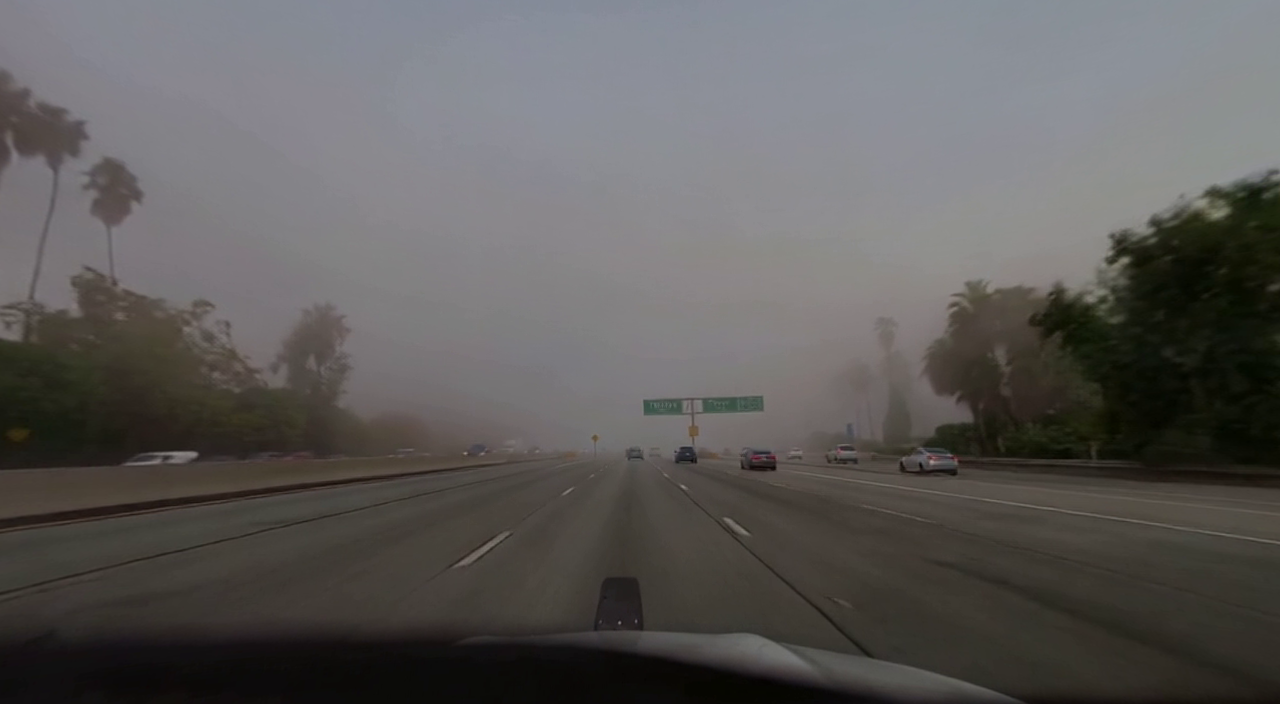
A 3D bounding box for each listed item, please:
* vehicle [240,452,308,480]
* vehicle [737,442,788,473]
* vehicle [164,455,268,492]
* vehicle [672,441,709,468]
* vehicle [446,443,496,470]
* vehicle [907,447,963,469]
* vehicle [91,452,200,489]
[{"bbox_3d":[-24.137,7.505,41.738,1.914,1.698,4.353,0,-8,-1],"label":"vehicle"},{"bbox_3d":[6.777,5.872,35.318,1.902,1.623,4.360,0,-8,-1],"label":"vehicle"},{"bbox_3d":[-19.857,5.669,29.741,1.715,1.478,4.670,0,-8,-1],"label":"vehicle"},{"bbox_3d":[3.333,6.833,42.052,2.035,1.704,3.867,0,-8,-1],"label":"vehicle"},{"bbox_3d":[-12.828,7.946,48.164,2.256,1.886,5.220,0,-8,1],"label":"vehicle"},{"bbox_3d":[20.323,7.294,43.577,1.774,1.457,4.653,0,-8,2],"label":"vehicle"},{"bbox_3d":[-28.180,6.751,36.139,2.257,1.886,4.899,0,-8,0],"label":"vehicle"}]
